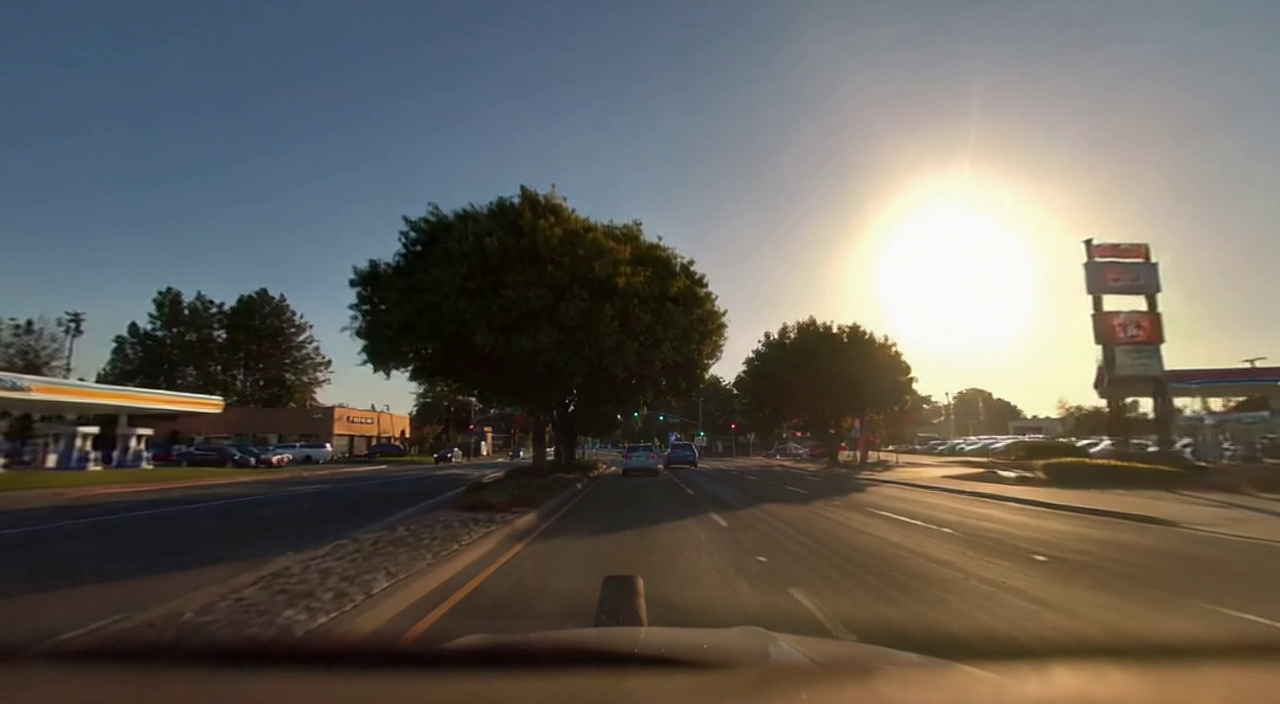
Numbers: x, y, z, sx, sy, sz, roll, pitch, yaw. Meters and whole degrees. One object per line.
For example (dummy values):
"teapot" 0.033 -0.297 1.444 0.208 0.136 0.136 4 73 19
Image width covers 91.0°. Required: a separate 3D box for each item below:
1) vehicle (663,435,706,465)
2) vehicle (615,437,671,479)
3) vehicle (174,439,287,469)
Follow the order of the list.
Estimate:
"vehicle" 3.203 7.280 46.988 2.731 2.101 6.047 1 -8 -1
"vehicle" 0.107 4.343 26.127 2.145 1.572 4.021 1 -8 -1
"vehicle" -27.089 6.801 41.979 6.027 1.805 2.010 3 -11 -26
